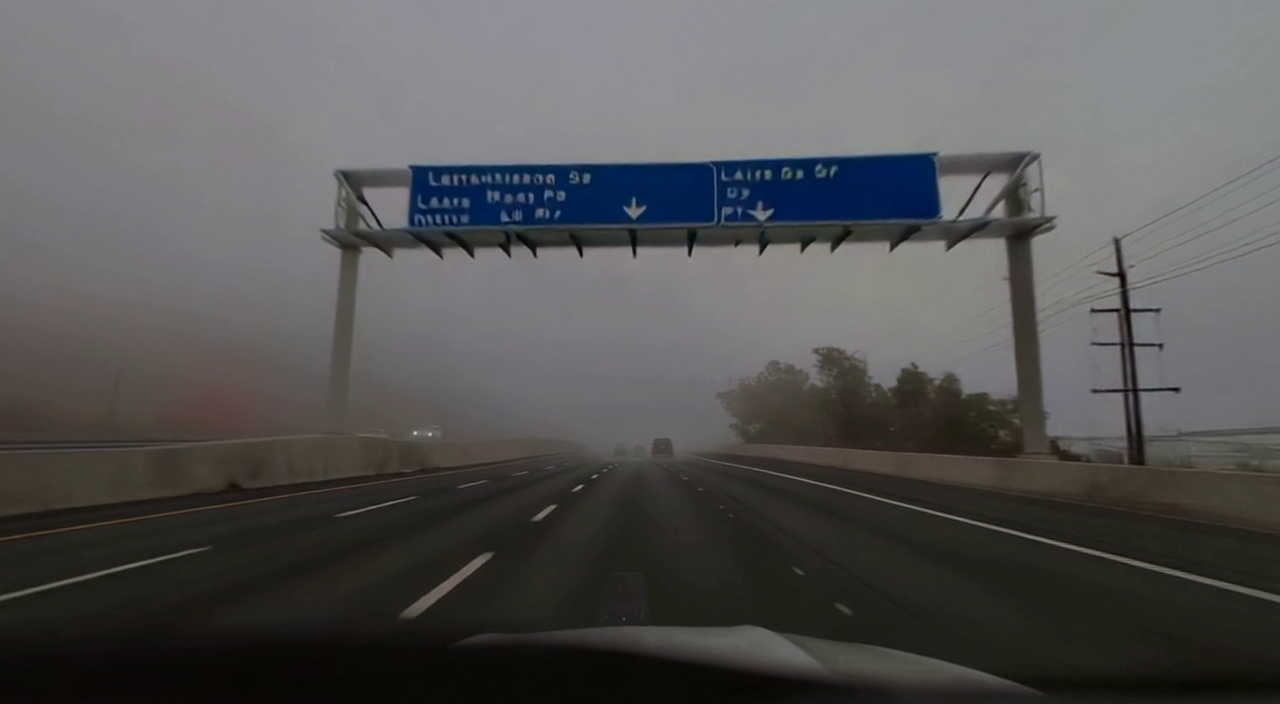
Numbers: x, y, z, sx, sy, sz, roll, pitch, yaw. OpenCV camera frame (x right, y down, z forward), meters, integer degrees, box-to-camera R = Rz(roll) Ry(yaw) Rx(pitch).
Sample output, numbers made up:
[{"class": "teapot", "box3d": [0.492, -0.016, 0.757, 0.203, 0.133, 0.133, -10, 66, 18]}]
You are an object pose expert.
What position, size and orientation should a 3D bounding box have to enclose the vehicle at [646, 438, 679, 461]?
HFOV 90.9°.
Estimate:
[{"class": "vehicle", "box3d": [1.498, 6.651, 43.110, 2.036, 1.486, 4.375, 0, -8, -1]}]
